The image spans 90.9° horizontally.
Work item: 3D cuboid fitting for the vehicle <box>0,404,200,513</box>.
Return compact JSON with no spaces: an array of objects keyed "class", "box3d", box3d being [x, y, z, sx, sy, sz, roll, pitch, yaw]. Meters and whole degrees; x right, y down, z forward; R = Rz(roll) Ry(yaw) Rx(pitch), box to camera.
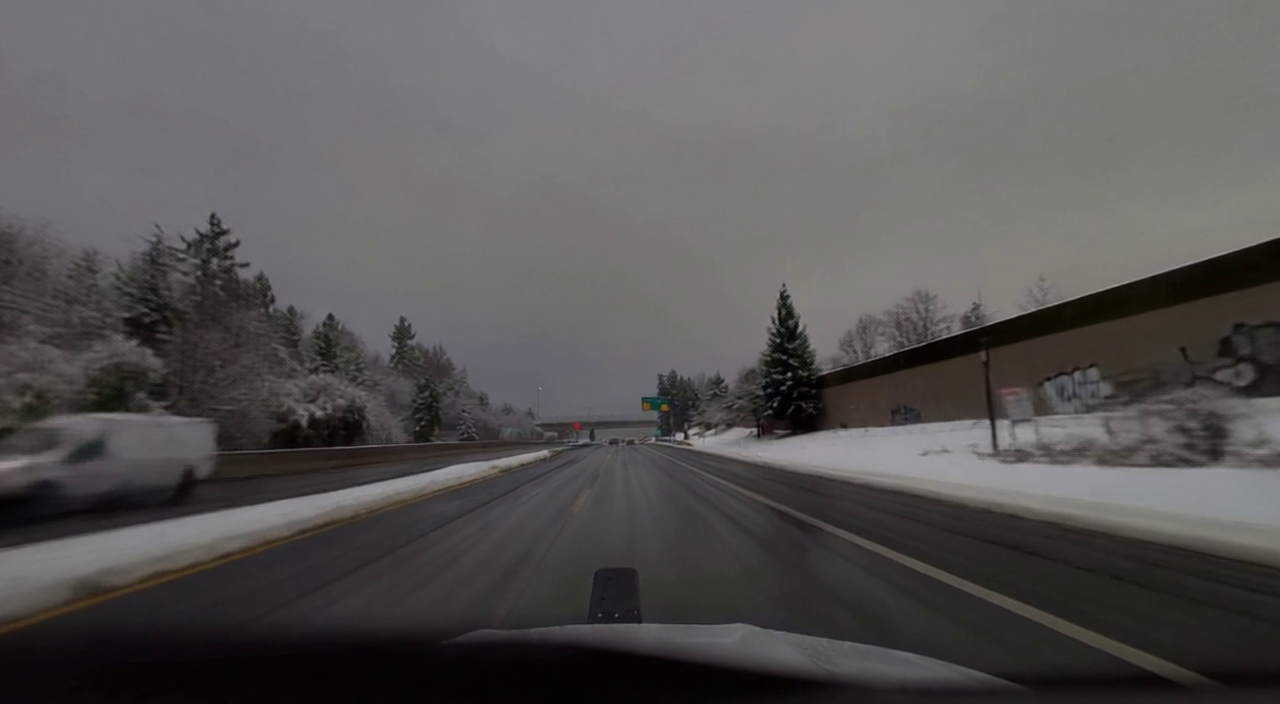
[{"class":"vehicle","box3d":[-16.046,2.916,17.964,2.299,2.497,6.711,0,-8,-2]}]
